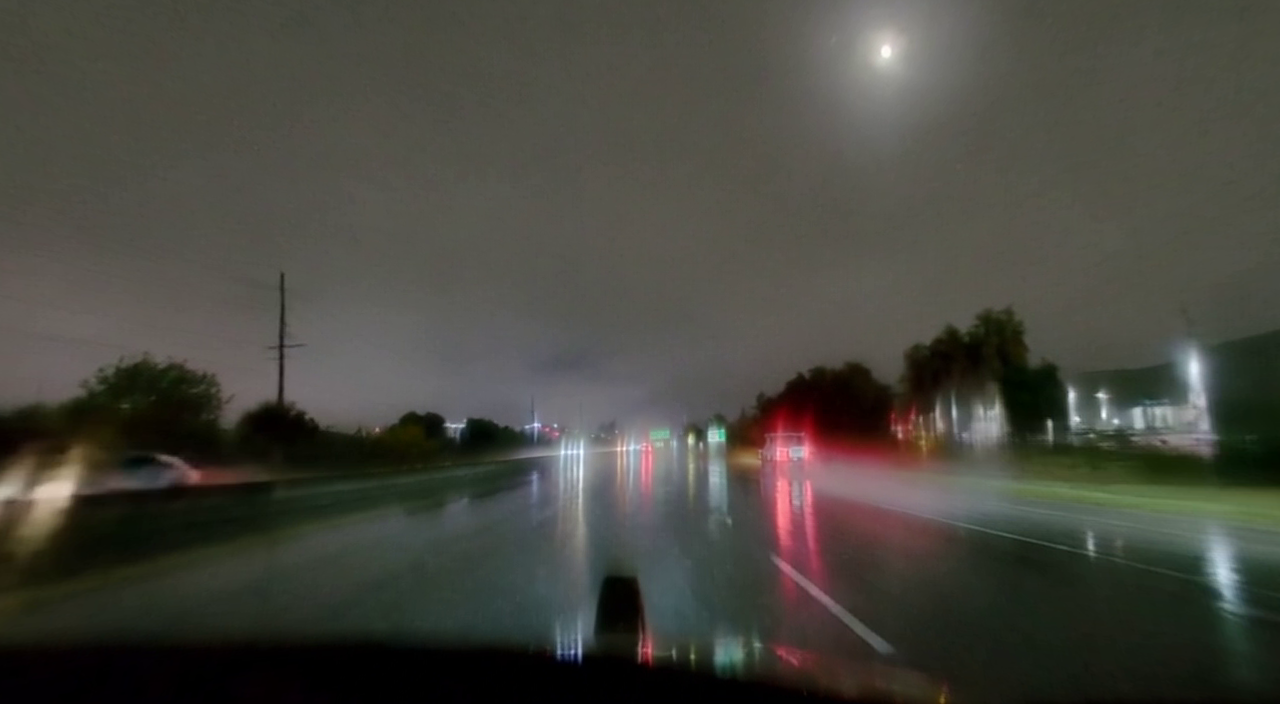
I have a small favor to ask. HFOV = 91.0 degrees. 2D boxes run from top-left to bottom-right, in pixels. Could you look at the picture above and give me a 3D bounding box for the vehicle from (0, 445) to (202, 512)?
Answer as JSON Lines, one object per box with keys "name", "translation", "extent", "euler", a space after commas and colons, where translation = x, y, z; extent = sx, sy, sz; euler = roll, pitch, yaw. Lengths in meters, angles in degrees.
{"name": "vehicle", "translation": [-17.557, 3.977, 20.539], "extent": [2.230, 1.847, 5.795], "euler": [0, -9, 1]}
